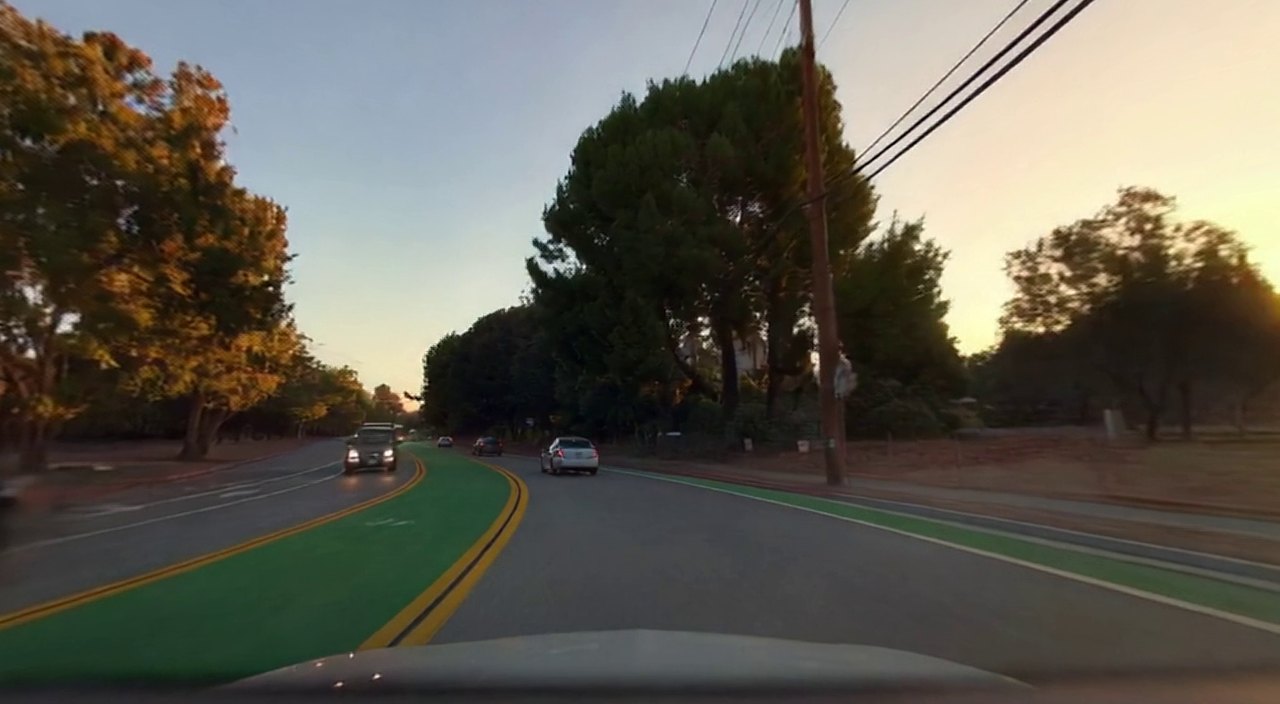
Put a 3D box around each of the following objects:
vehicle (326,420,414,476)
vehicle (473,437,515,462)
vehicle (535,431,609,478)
[{"bbox_3d":[-10.995,3.989,26.293,2.524,2.051,5.963,2,-9,-15],"label":"vehicle"},{"bbox_3d":[-10.601,7.022,45.658,2.075,1.699,4.520,4,-9,-23],"label":"vehicle"},{"bbox_3d":[-2.951,4.287,26.606,2.140,1.767,4.720,3,-9,-18],"label":"vehicle"}]
